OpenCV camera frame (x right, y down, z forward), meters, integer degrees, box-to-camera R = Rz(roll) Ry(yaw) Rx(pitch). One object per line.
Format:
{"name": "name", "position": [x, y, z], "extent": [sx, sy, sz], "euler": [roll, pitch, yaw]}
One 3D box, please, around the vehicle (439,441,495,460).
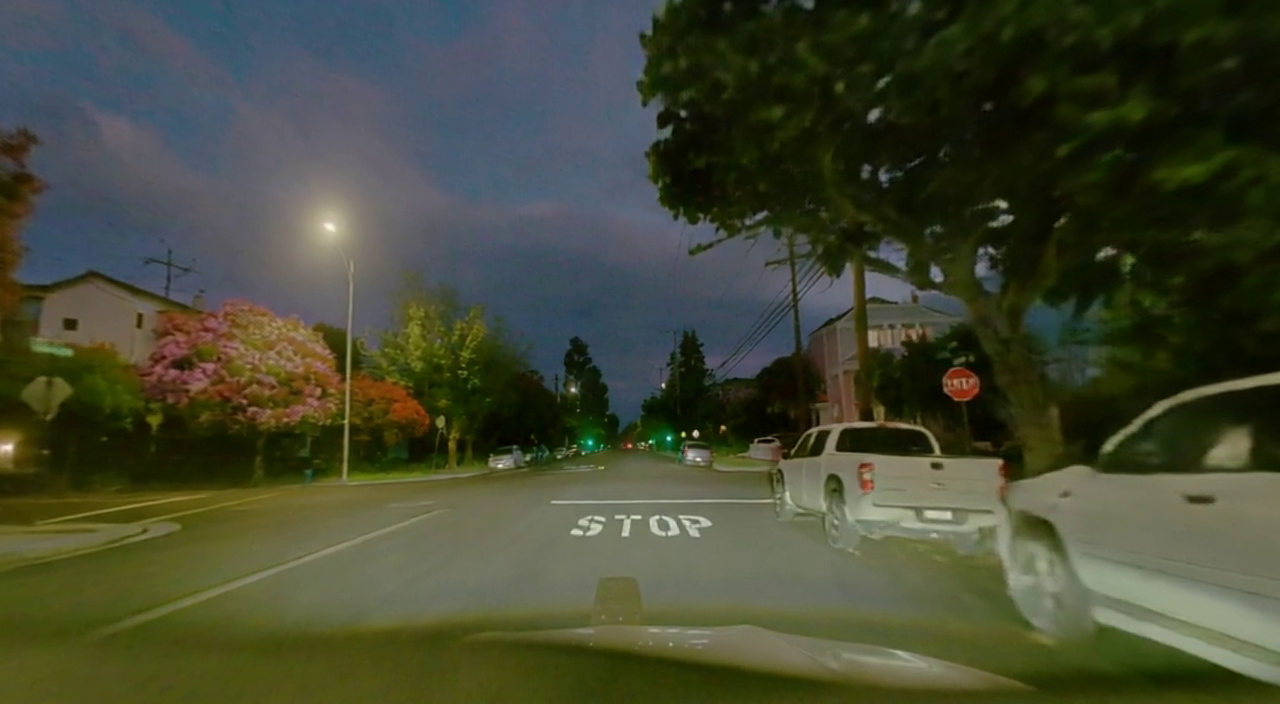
{"name": "vehicle", "position": [-13.612, 7.781, 49.872], "extent": [3.905, 1.480, 1.892], "euler": [0, -9, -2]}

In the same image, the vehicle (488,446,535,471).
{"name": "vehicle", "position": [-7.369, 6.125, 36.566], "extent": [1.926, 1.307, 3.909], "euler": [0, -8, 0]}

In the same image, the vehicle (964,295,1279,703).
{"name": "vehicle", "position": [3.192, 0.681, 2.032], "extent": [1.993, 1.778, 4.311], "euler": [0, -9, 0]}

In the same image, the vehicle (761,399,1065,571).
{"name": "vehicle", "position": [3.165, 1.654, 8.567], "extent": [2.035, 1.708, 4.355], "euler": [0, -9, -2]}

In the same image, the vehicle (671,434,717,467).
{"name": "vehicle", "position": [2.951, 5.507, 35.422], "extent": [2.114, 1.708, 4.474], "euler": [0, -8, -1]}
